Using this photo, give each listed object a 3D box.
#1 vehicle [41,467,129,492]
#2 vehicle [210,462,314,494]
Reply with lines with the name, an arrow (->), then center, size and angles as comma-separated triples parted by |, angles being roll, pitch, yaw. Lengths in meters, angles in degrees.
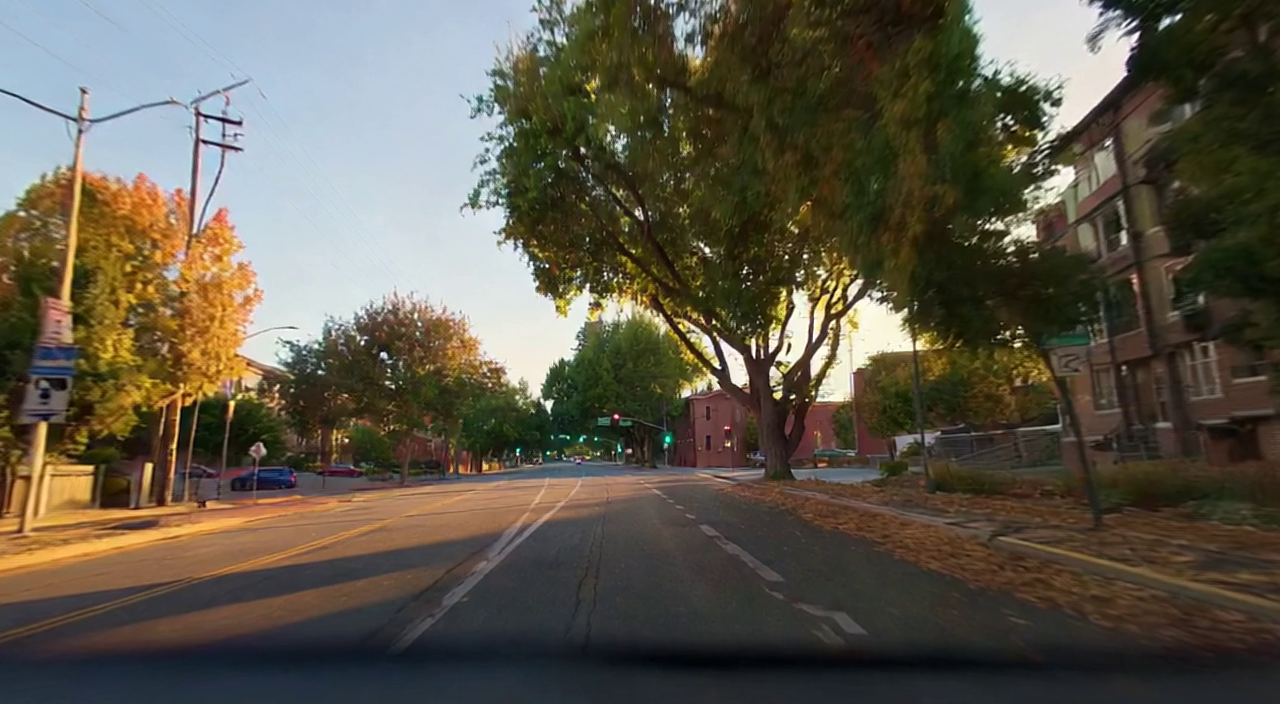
vehicle -> -41.446, 9.519, 47.294 | 4.377, 1.654, 2.018 | 3, -9, -20
vehicle -> -25.418, 8.491, 42.718 | 5.473, 1.957, 2.253 | 1, -9, -8
